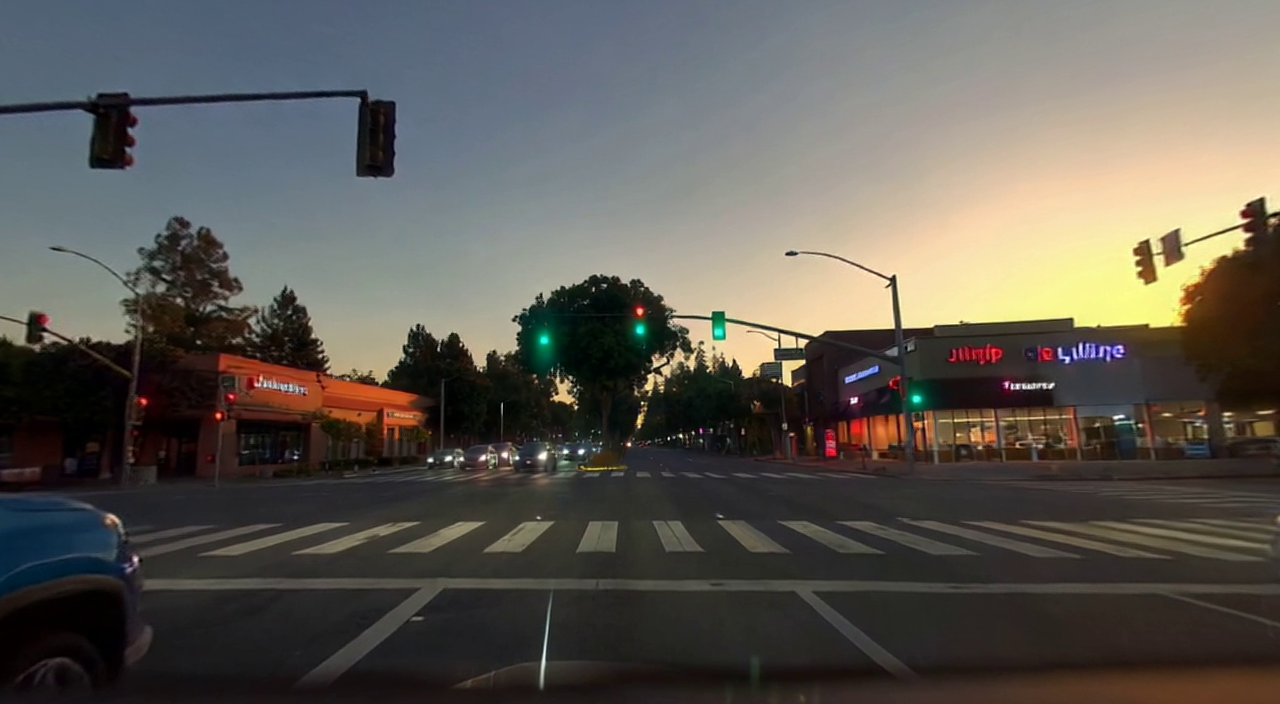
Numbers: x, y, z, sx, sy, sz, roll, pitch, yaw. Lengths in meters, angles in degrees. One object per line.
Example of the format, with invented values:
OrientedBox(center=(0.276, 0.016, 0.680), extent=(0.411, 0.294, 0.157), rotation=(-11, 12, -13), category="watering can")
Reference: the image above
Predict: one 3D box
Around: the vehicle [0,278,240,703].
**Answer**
OrientedBox(center=(-3.326, 0.506, 0.872), extent=(2.313, 1.883, 5.016), rotation=(0, -9, -1), category="vehicle")

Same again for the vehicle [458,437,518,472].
OrientedBox(center=(-8.418, 5.695, 35.419), extent=(2.273, 1.791, 4.809), rotation=(0, -8, -1), category="vehicle")

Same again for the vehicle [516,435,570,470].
OrientedBox(center=(-5.455, 5.731, 36.203), extent=(2.384, 1.787, 5.038), rotation=(0, -8, -1), category="vehicle")

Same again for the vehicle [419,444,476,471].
OrientedBox(center=(-11.327, 6.237, 37.438), extent=(2.003, 1.476, 4.082), rotation=(0, -8, 1), category="vehicle")

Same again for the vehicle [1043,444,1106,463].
OrientedBox(center=(34.264, 8.012, 49.809), extent=(3.740, 1.433, 1.646), rotation=(0, -8, -2), category="vehicle")
